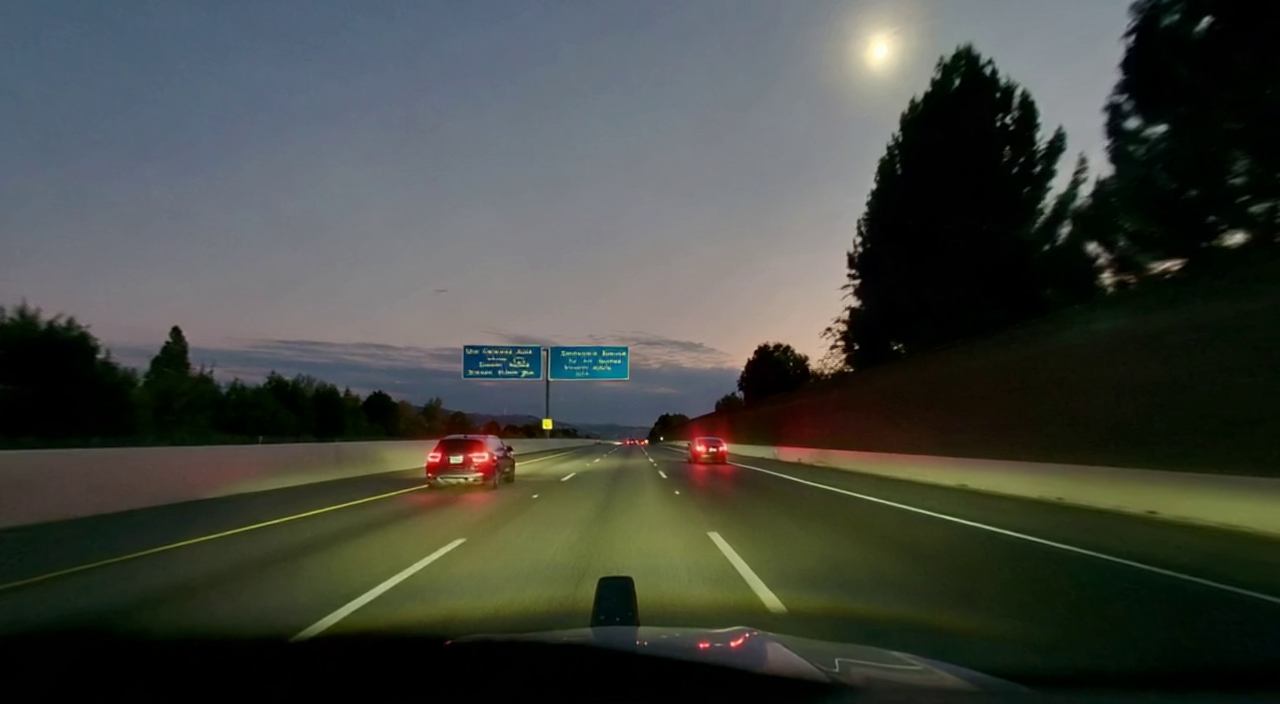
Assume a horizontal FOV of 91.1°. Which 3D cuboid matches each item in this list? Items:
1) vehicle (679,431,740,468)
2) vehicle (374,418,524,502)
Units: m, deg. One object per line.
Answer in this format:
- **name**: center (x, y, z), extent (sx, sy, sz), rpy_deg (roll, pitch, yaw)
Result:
- **vehicle**: center (3.040, 4.390, 28.491), extent (2.077, 1.523, 4.539), rpy_deg (0, -8, -2)
- **vehicle**: center (-4.203, 2.444, 14.692), extent (2.219, 1.660, 4.153), rpy_deg (0, -8, -1)
